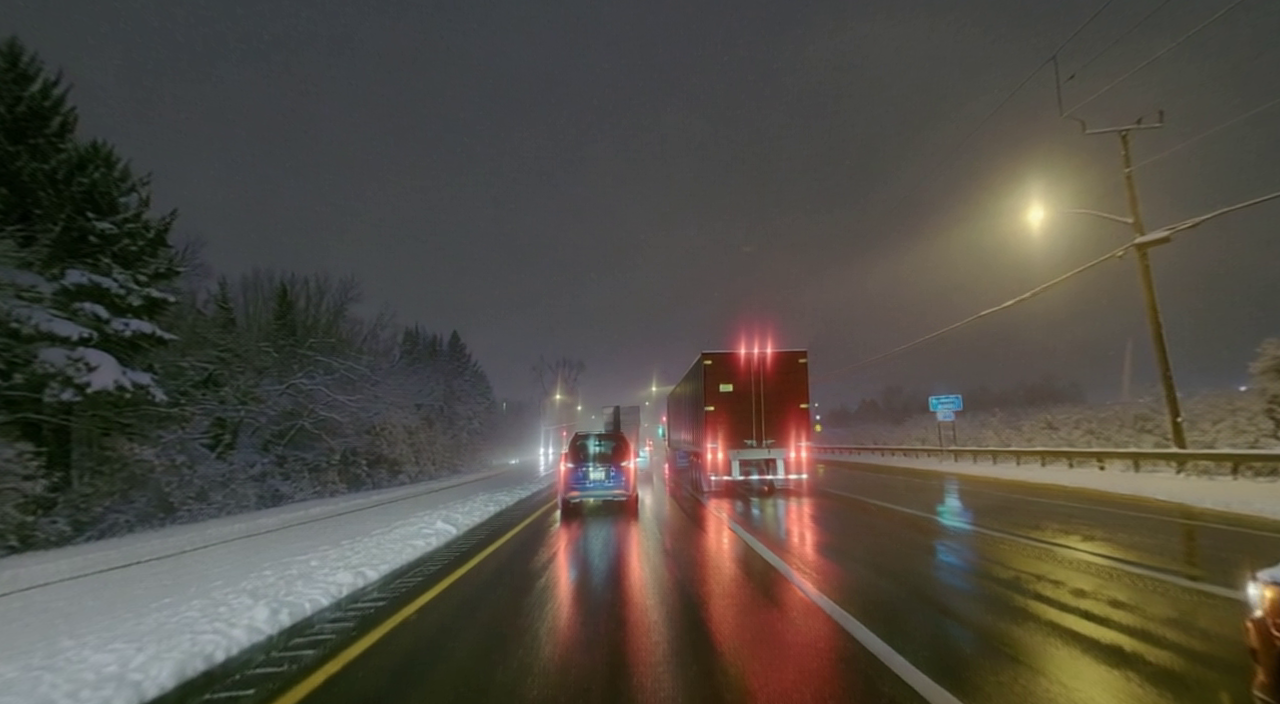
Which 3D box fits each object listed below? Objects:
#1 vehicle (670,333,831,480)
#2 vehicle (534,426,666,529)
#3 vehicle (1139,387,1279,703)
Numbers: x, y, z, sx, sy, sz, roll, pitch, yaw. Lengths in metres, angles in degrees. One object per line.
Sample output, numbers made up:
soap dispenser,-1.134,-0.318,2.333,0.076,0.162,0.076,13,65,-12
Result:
vehicle,3.602,2.751,26.739,3.591,4.290,16.696,0,-8,-1
vehicle,-0.638,2.218,11.696,2.009,1.554,4.013,0,-8,-1
vehicle,3.574,0.657,0.852,1.960,1.515,4.713,0,-8,1
